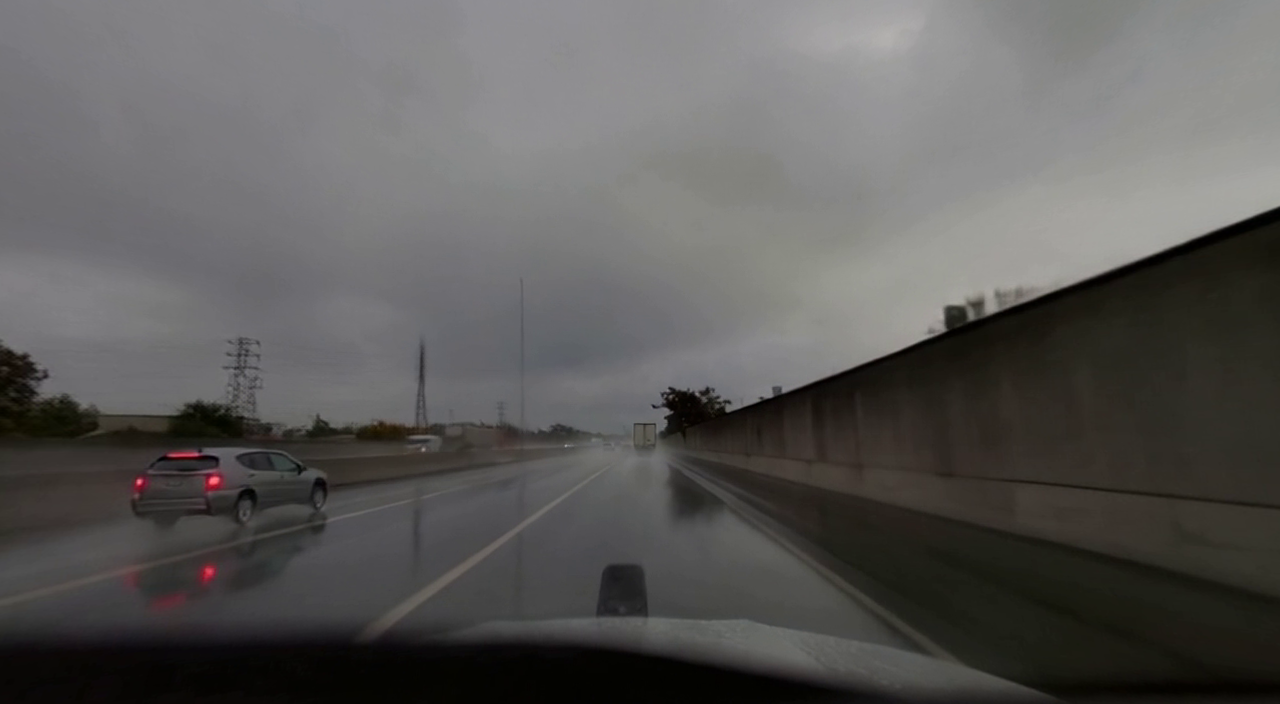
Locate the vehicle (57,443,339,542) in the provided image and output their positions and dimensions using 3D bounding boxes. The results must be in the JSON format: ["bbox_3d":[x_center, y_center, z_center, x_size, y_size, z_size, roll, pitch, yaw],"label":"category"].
[{"bbox_3d":[-7.768,2.450,11.814,1.979,1.470,4.485,0,-8,1],"label":"vehicle"}]
